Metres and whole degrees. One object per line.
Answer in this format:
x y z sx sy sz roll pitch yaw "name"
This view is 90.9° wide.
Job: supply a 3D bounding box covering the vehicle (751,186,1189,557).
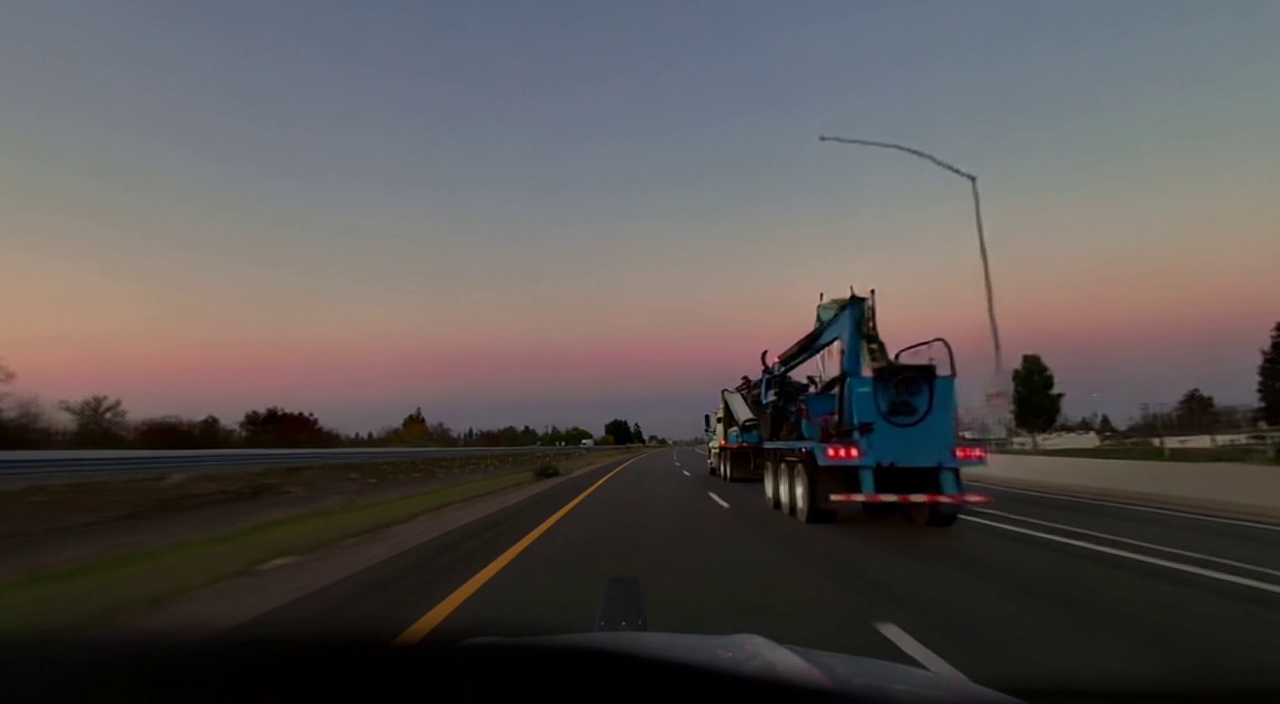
3.975 0.617 9.952 3.279 3.956 6.541 0 -9 1 "vehicle"
